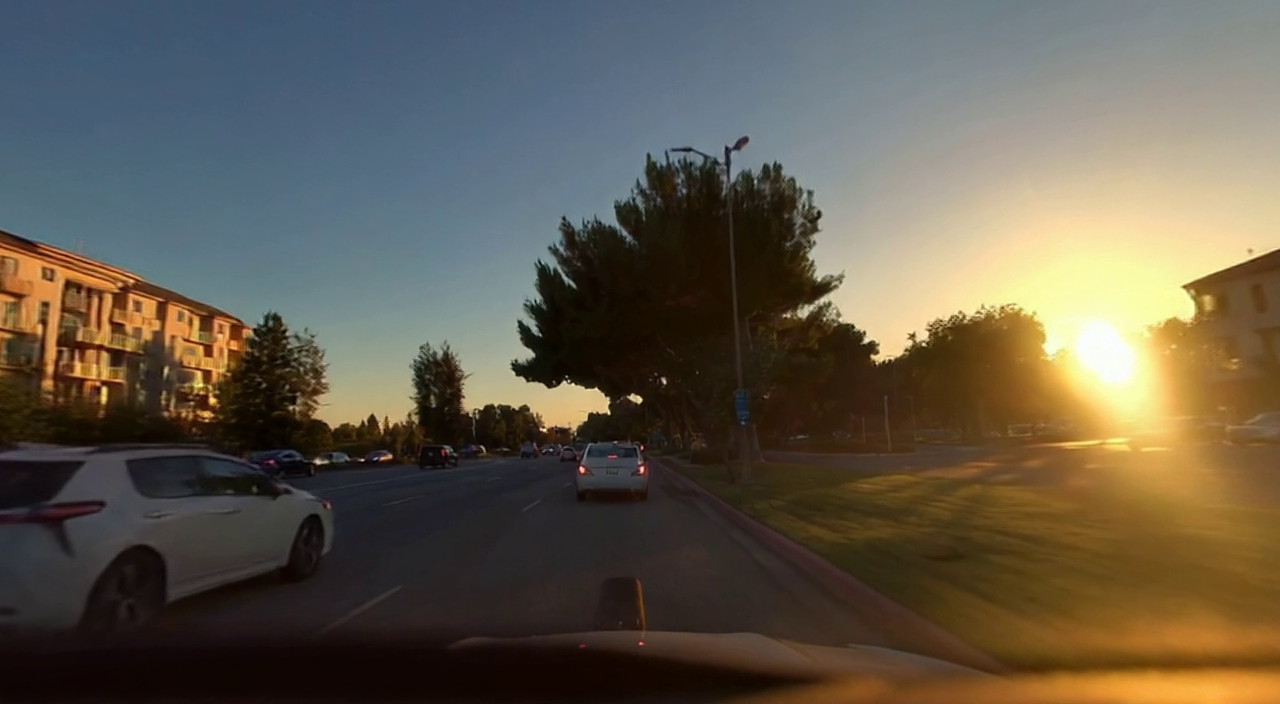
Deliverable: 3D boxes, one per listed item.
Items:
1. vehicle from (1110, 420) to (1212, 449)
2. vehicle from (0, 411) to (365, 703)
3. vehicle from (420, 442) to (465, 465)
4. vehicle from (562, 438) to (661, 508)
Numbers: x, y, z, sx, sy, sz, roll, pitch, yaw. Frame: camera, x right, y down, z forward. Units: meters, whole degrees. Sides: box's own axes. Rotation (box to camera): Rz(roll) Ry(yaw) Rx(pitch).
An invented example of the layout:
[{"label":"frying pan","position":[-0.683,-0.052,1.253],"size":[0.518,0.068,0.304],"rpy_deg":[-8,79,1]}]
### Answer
[{"label":"vehicle","position":[26.633,4.248,32.350],"size":[3.719,1.416,1.741],"rpy_deg":[0,-9,-5]},{"label":"vehicle","position":[-4.218,1.353,4.976],"size":[2.032,1.515,4.641],"rpy_deg":[0,-9,0]},{"label":"vehicle","position":[-15.345,7.939,49.220],"size":[2.064,1.686,4.380],"rpy_deg":[0,-9,0]},{"label":"vehicle","position":[-0.664,2.930,15.708],"size":[2.099,1.469,4.389],"rpy_deg":[0,-9,-1]}]
